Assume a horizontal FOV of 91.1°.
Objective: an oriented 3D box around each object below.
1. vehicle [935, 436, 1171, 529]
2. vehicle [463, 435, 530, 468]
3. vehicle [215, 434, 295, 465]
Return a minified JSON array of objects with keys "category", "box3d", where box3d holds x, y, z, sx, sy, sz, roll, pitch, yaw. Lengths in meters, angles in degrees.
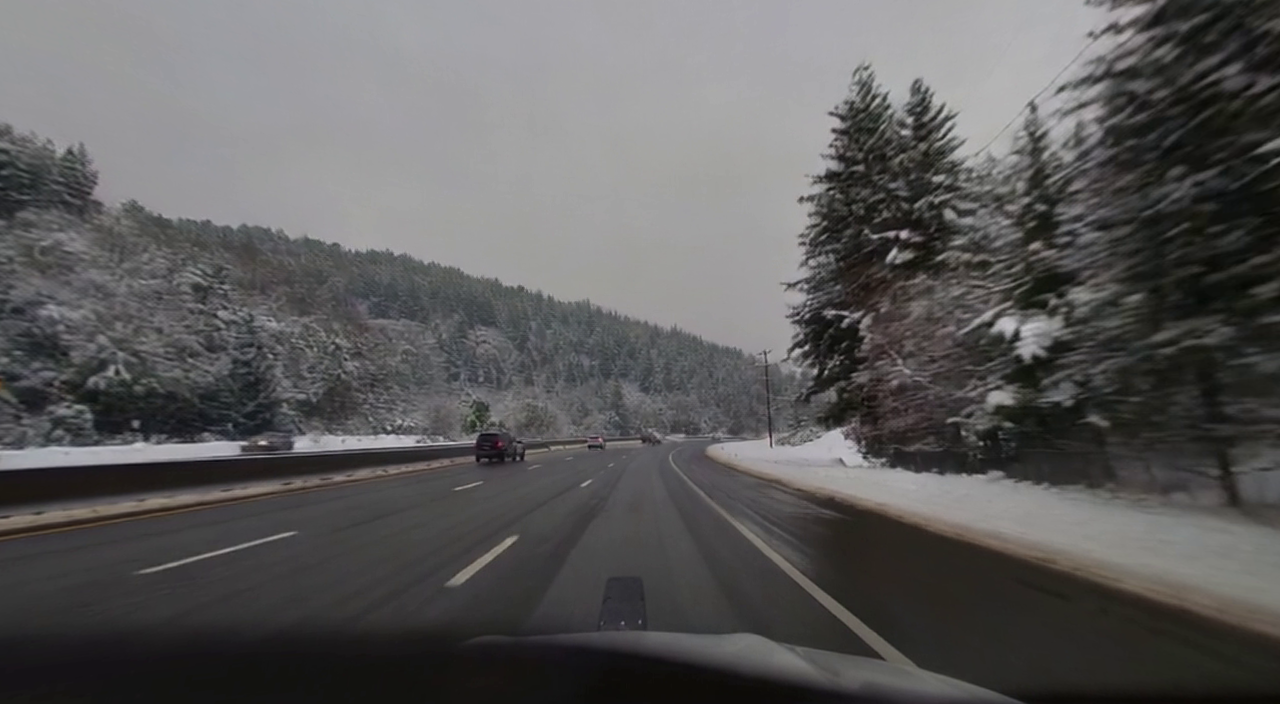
[{"category":"vehicle","box3d":[10.254,3.223,16.411,2.325,1.972,5.577,0,-8,0]},{"category":"vehicle","box3d":[-6.976,4.891,31.035,2.010,1.489,4.456,-1,-8,3]},{"category":"vehicle","box3d":[-24.988,6.341,40.970,1.996,1.837,4.523,-1,-8,6]}]
